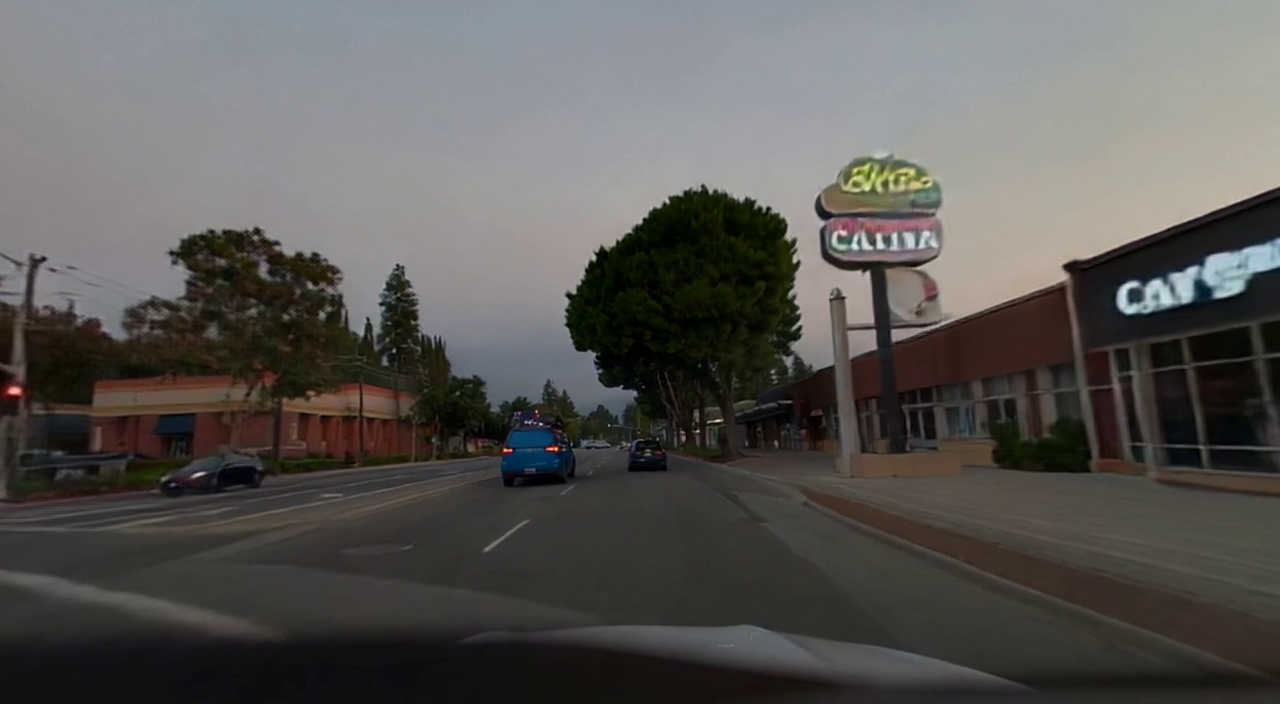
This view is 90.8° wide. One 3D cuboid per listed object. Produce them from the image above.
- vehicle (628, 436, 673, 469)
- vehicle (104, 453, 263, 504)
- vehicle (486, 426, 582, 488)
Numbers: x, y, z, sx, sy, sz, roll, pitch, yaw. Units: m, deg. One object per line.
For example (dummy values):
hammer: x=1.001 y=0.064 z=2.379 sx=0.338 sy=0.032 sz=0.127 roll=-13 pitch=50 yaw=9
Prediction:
vehicle: x=0.469 y=4.943 z=31.242 sx=2.103 sy=1.487 sz=4.101 roll=0 pitch=-9 yaw=-1
vehicle: x=-15.846 y=4.384 z=22.359 sx=1.912 sy=1.432 sz=5.070 roll=-3 pitch=-9 yaw=0
vehicle: x=-3.346 y=3.468 z=21.146 sx=2.464 sy=1.777 sz=5.128 roll=0 pitch=-9 yaw=-2
